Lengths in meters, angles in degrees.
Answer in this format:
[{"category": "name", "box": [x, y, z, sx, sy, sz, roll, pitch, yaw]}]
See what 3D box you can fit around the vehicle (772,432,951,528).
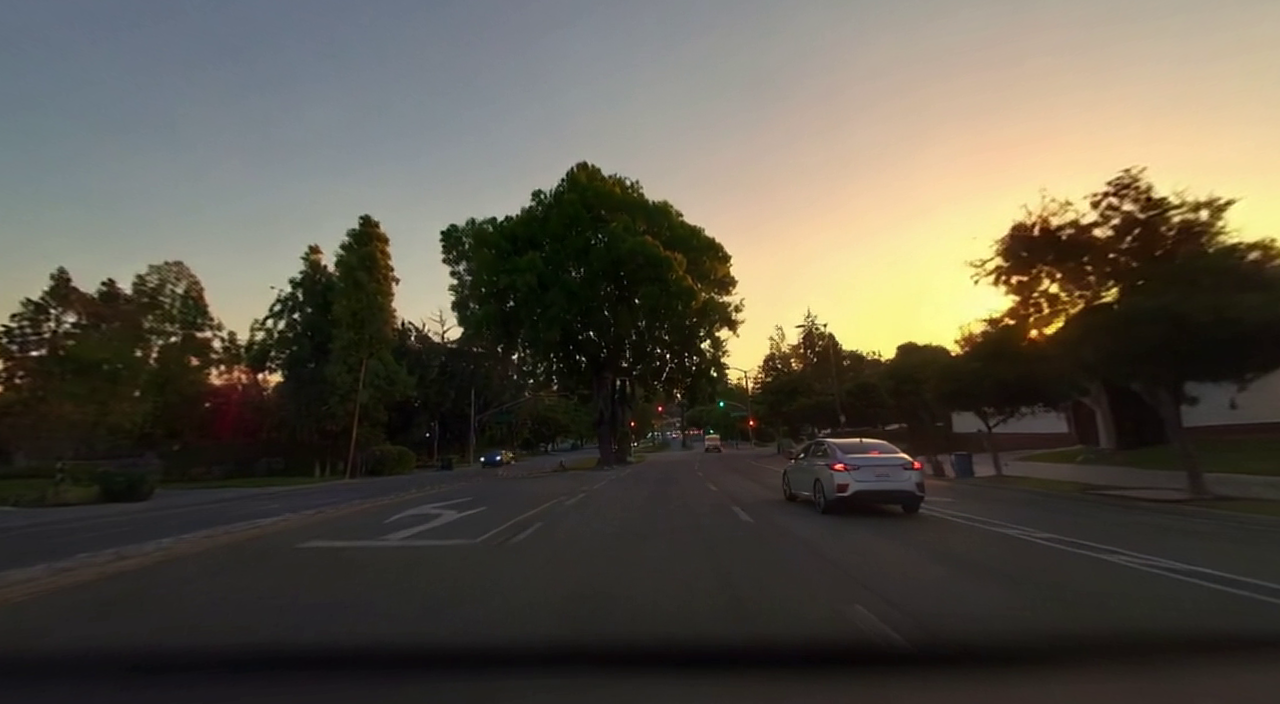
[{"category": "vehicle", "box": [3.876, 2.301, 11.901, 1.852, 1.453, 4.083, 0, -9, 0]}]
